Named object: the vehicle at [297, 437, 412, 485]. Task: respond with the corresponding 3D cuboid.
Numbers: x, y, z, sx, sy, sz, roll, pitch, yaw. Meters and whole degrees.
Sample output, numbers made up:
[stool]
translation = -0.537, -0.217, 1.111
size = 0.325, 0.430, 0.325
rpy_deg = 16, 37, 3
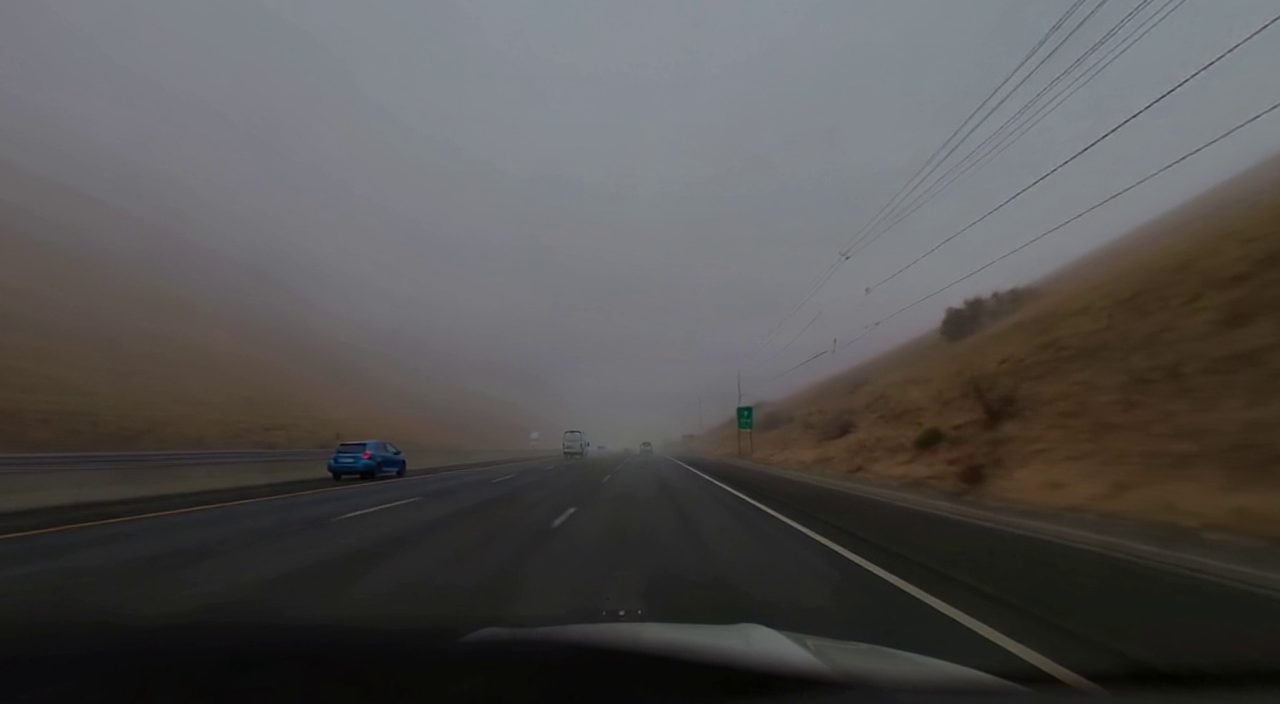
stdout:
[vehicle]
translation = -10.372, 3.996, 23.374
size = 1.971, 1.558, 4.847
rpy_deg = 1, -9, 0
